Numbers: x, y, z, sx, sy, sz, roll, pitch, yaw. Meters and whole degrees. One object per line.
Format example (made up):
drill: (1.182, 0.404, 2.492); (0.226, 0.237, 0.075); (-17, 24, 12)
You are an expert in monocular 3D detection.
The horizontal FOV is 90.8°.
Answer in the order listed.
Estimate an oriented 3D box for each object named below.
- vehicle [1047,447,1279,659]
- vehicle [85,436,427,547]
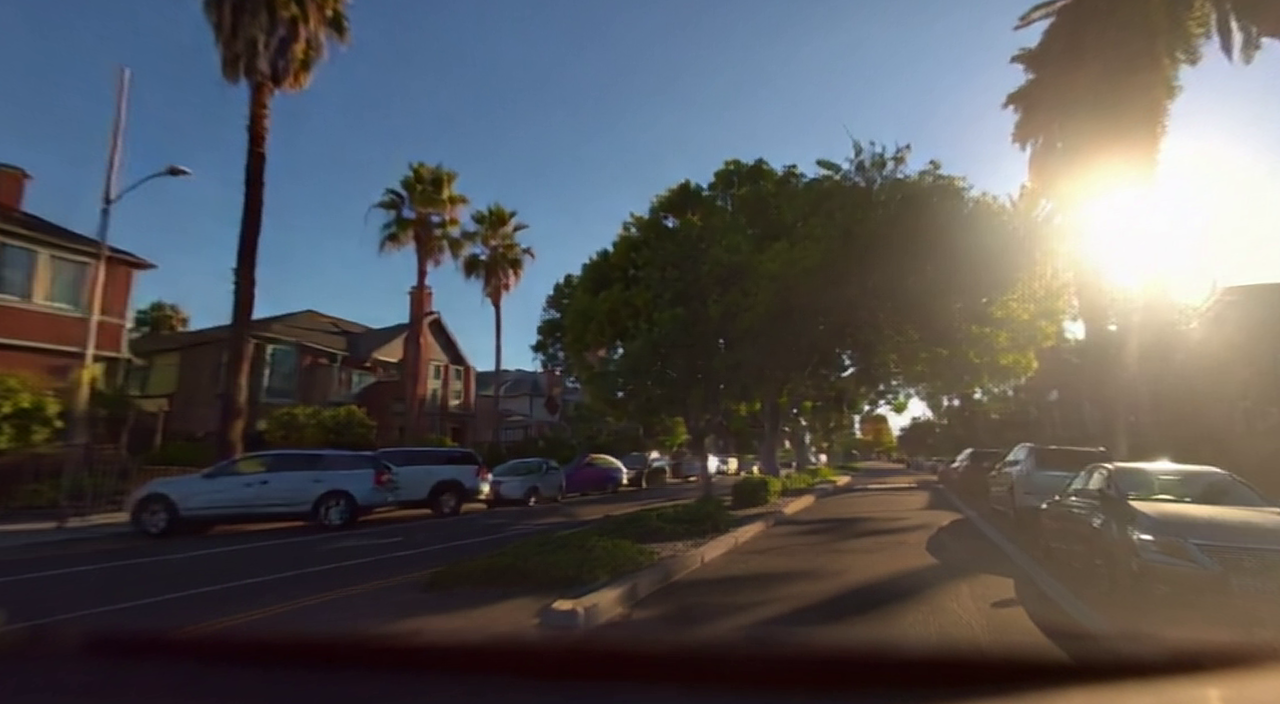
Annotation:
vehicle: (5.774, 1.725, 6.456); (2.001, 1.461, 4.492); (-4, -9, 24)
vehicle: (-6.637, 2.407, 11.314); (4.866, 1.752, 1.998); (-1, -8, 5)
